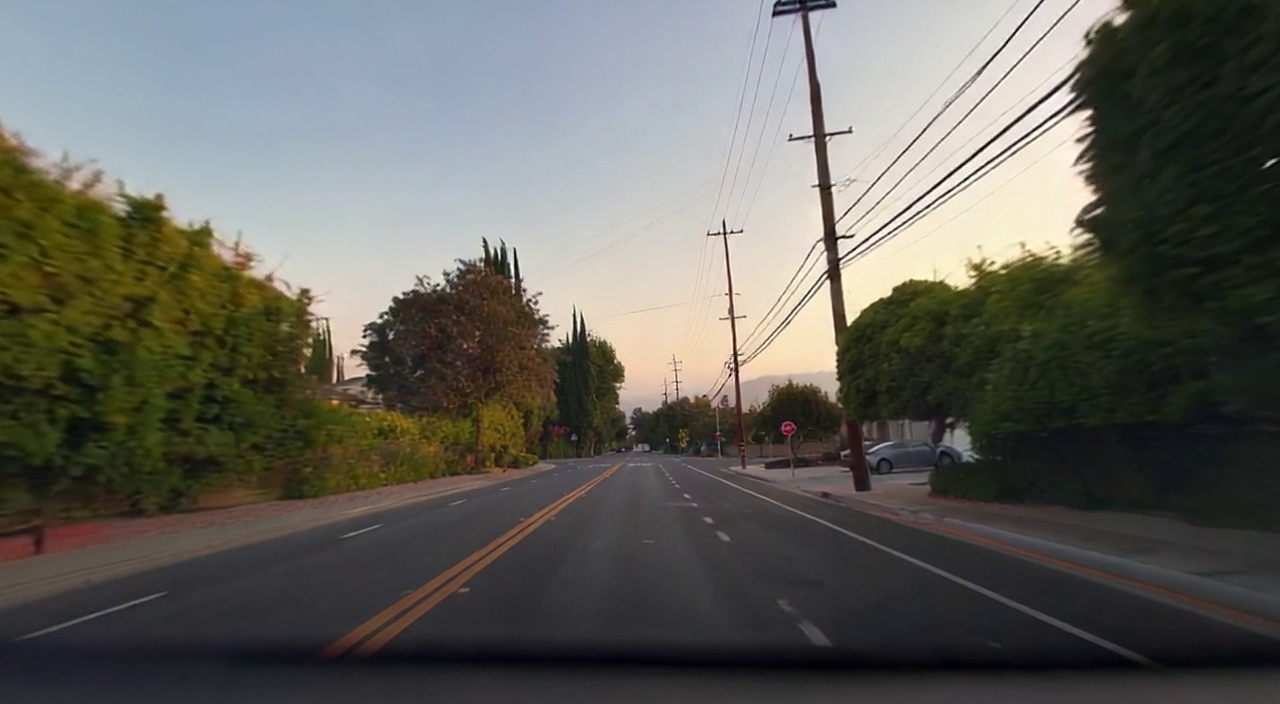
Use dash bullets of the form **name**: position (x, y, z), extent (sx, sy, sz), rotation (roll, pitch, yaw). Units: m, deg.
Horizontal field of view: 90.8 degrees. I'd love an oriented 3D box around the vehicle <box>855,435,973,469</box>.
- **vehicle**: position (12.931, 4.748, 30.000), extent (4.650, 1.484, 1.929), rotation (0, -8, 0)
